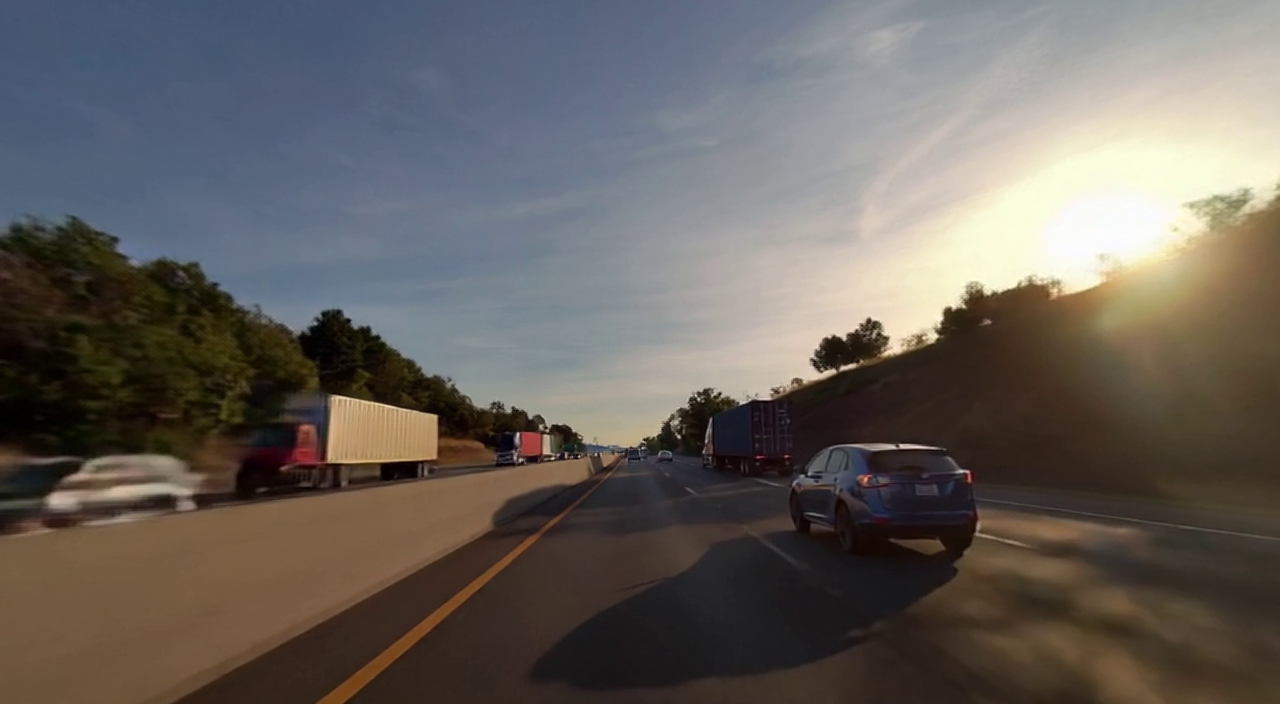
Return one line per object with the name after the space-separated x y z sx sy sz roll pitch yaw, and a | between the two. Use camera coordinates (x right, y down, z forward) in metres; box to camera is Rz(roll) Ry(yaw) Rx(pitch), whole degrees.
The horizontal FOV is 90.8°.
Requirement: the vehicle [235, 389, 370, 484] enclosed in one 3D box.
-15.600 4.027 29.772 2.982 4.014 5.899 0 -9 -1 | vehicle

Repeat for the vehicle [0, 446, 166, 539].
-11.107 2.415 11.208 1.879 1.456 4.460 0 -9 0 | vehicle

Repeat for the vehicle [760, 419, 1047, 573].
3.329 1.932 9.247 2.130 1.658 4.537 0 -9 -1 | vehicle

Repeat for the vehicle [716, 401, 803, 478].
7.238 5.736 40.752 2.882 4.109 13.567 0 -9 0 | vehicle
